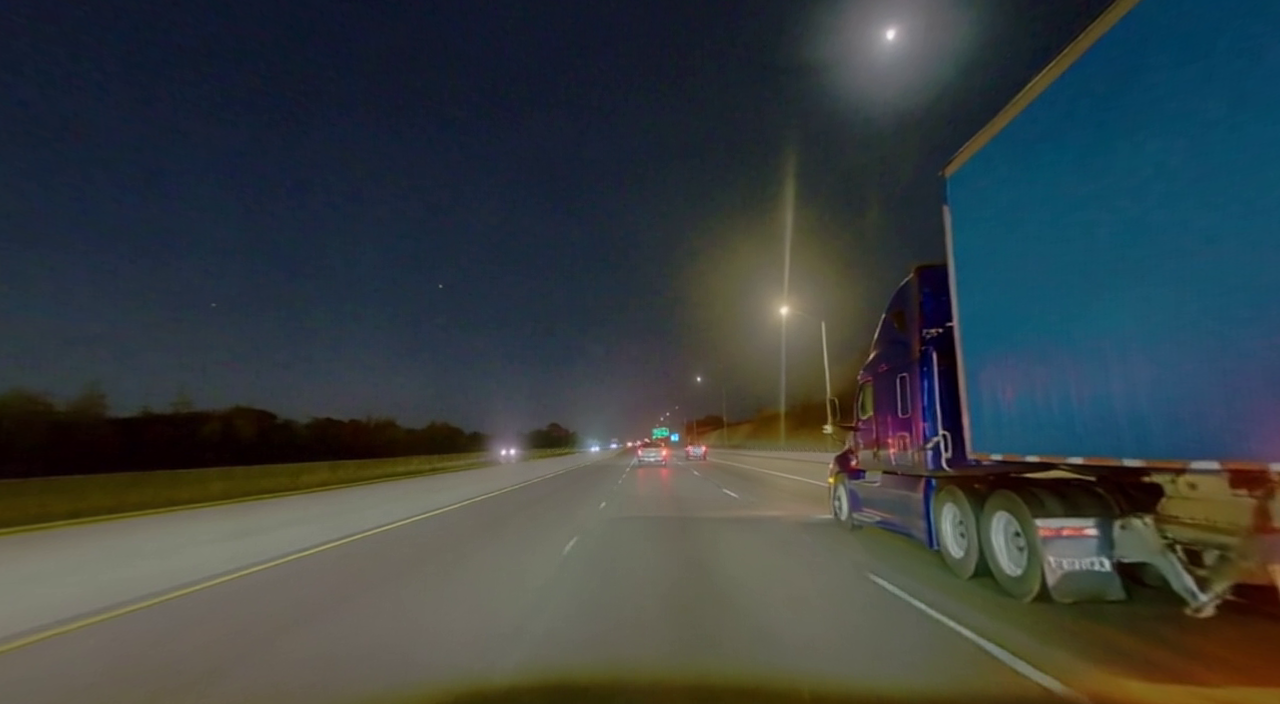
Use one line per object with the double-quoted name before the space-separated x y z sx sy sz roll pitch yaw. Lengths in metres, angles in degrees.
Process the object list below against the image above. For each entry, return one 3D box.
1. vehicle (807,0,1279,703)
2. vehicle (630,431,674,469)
"vehicle" 4.373 0.219 6.394 3.030 3.985 8.655 -1 -8 1
"vehicle" 0.584 5.233 33.868 2.205 1.860 4.301 0 -8 0
